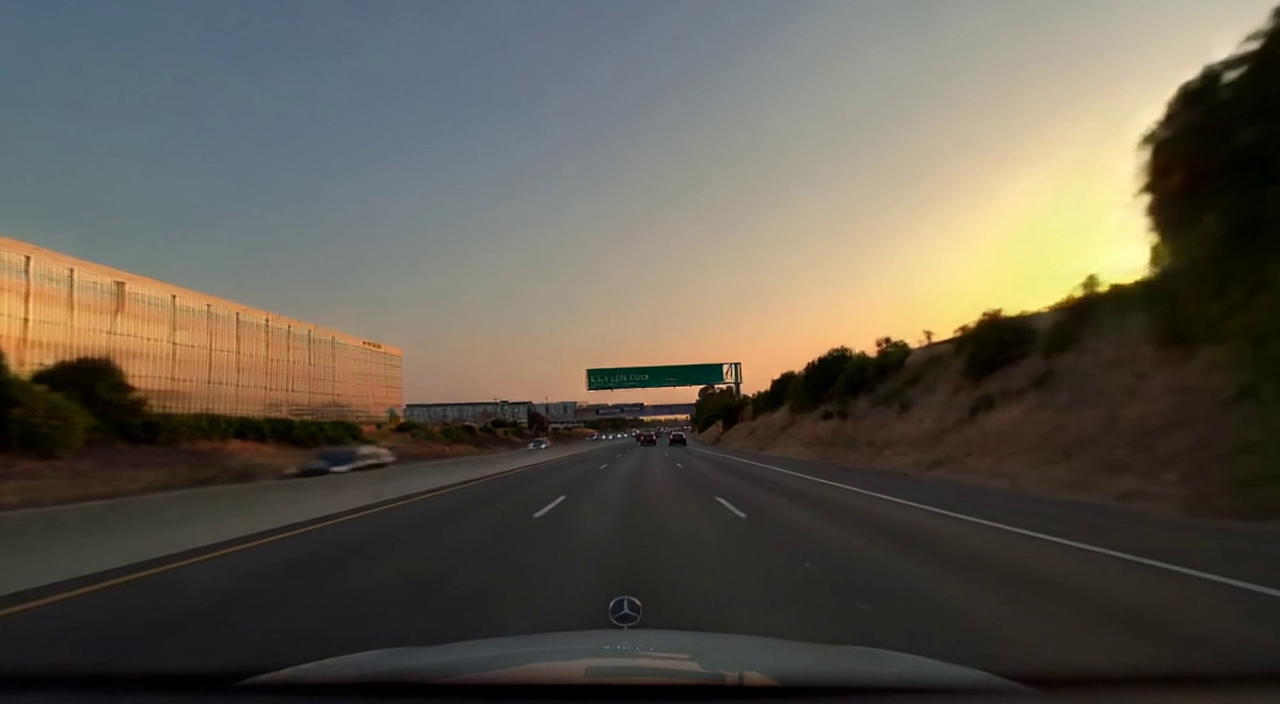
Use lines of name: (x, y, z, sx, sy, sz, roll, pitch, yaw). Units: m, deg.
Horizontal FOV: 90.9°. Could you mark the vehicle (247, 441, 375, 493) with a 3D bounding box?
vehicle: (-10.390, 3.629, 20.318, 1.856, 1.476, 4.095, 0, -8, 1)
